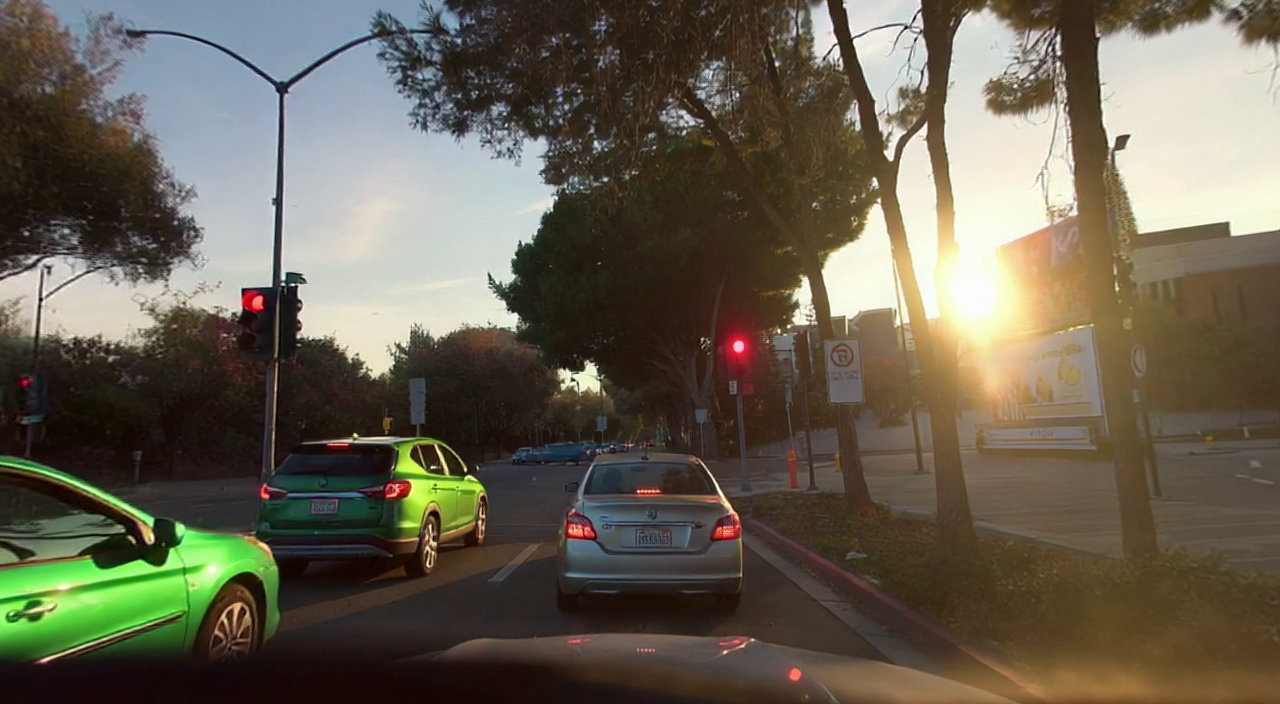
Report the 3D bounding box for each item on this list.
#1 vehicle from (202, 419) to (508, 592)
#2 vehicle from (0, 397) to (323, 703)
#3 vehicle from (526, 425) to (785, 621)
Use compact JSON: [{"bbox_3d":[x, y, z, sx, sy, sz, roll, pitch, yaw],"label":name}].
[{"bbox_3d":[-3.170,1.790,8.132,1.950,1.628,4.082,-1,-9,1],"label":"vehicle"},{"bbox_3d":[-3.153,0.964,2.409,1.808,1.520,3.846,-1,-9,1],"label":"vehicle"},{"bbox_3d":[0.053,1.575,6.622,1.977,1.467,3.474,0,-9,-2],"label":"vehicle"}]
